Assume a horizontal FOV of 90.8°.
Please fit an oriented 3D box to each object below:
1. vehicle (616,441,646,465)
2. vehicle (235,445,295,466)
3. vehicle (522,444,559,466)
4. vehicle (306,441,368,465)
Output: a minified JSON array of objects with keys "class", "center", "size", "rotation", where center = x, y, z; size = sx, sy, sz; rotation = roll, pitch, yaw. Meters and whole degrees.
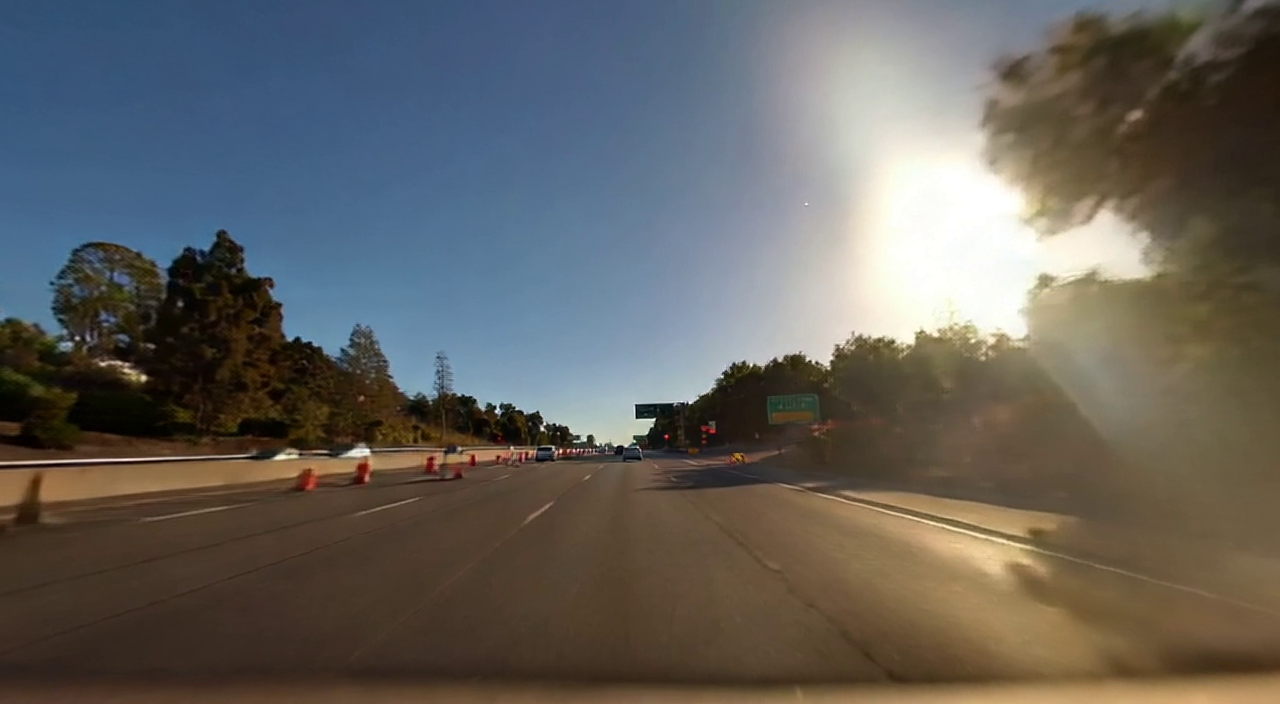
[{"class":"vehicle","center":[-0.690,7.389,46.162],"size":[2.109,1.638,3.856],"rotation":[0,-9,-1]},{"class":"vehicle","center":[-27.839,7.702,47.062],"size":[1.850,1.472,4.354],"rotation":[0,-9,-1]},{"class":"vehicle","center":[-7.135,7.442,45.827],"size":[1.997,1.507,4.248],"rotation":[0,-9,0]},{"class":"vehicle","center":[-21.202,7.069,44.437],"size":[1.989,1.587,4.874],"rotation":[0,-9,0]}]
